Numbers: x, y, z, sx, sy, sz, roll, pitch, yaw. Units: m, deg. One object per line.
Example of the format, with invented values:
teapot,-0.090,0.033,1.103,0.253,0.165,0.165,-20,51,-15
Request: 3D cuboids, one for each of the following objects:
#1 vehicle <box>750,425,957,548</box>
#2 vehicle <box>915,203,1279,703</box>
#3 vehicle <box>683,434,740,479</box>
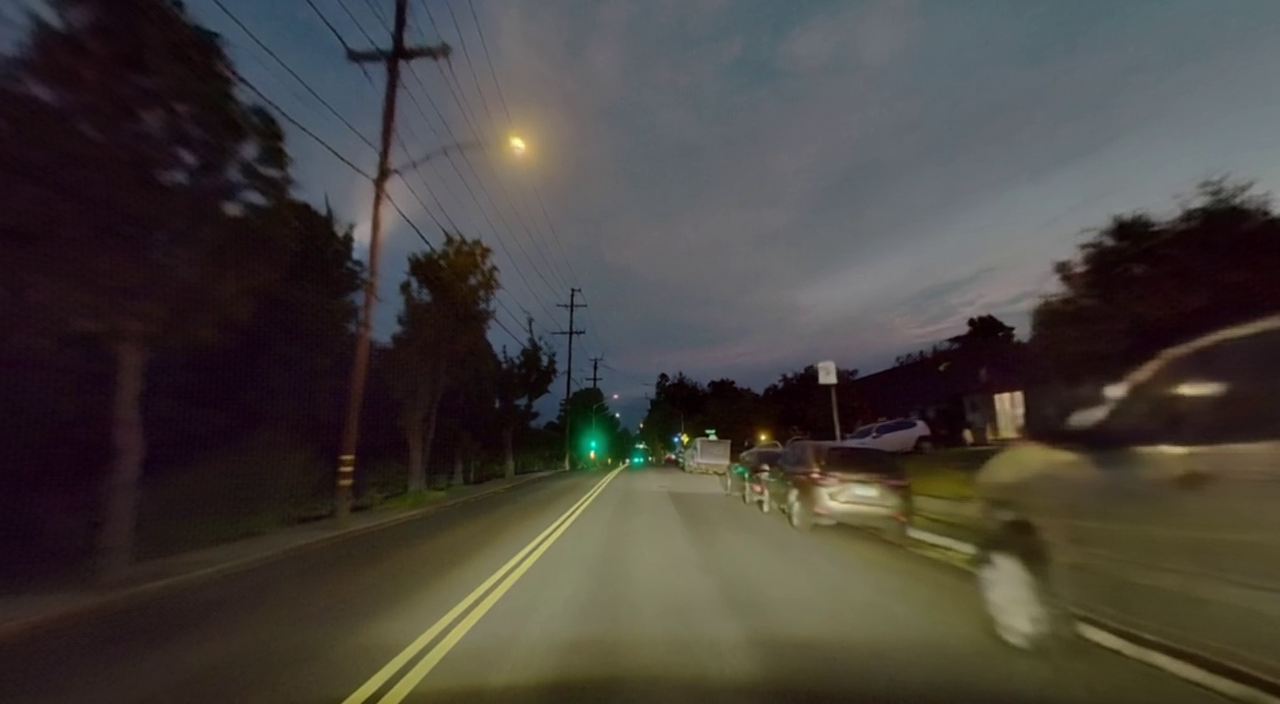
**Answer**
vehicle,3.330,2.202,11.153,1.848,1.624,5.200,0,-8,0
vehicle,3.266,0.528,1.881,2.347,2.070,5.735,0,-8,1
vehicle,3.296,4.941,30.100,2.020,1.900,5.202,0,-8,-1
